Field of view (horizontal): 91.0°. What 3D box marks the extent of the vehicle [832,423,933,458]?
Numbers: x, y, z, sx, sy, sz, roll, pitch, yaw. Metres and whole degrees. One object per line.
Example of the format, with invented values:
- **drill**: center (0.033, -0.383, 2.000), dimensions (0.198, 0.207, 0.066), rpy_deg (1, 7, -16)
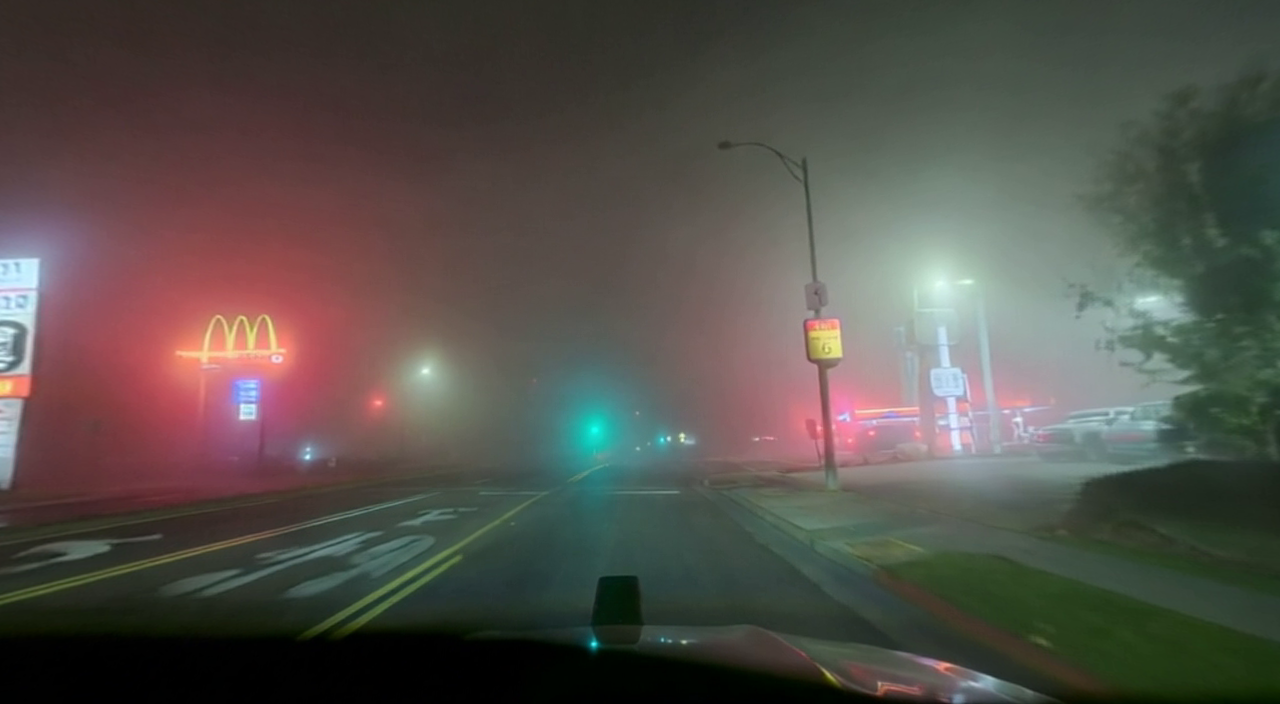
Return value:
- **vehicle**: center (13.160, 4.840, 34.369), dimensions (4.640, 1.800, 2.026), rpy_deg (0, -9, -2)
